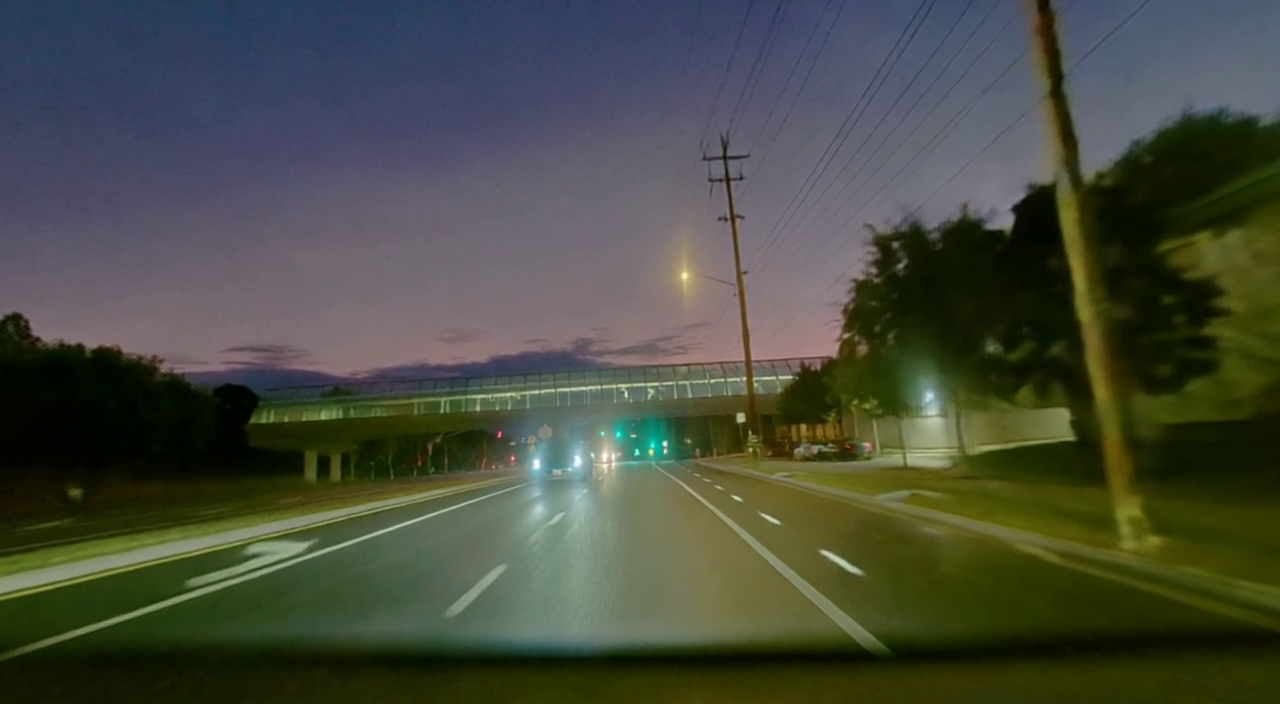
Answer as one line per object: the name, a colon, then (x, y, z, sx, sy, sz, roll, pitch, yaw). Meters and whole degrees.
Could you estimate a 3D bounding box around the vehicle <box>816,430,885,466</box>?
vehicle: (11.307, 5.192, 34.072, 2.051, 1.534, 4.466, -8, -8, -1)

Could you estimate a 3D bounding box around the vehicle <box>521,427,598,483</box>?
vehicle: (-3.918, 5.203, 32.015, 2.967, 2.369, 6.635, -3, -8, 0)
